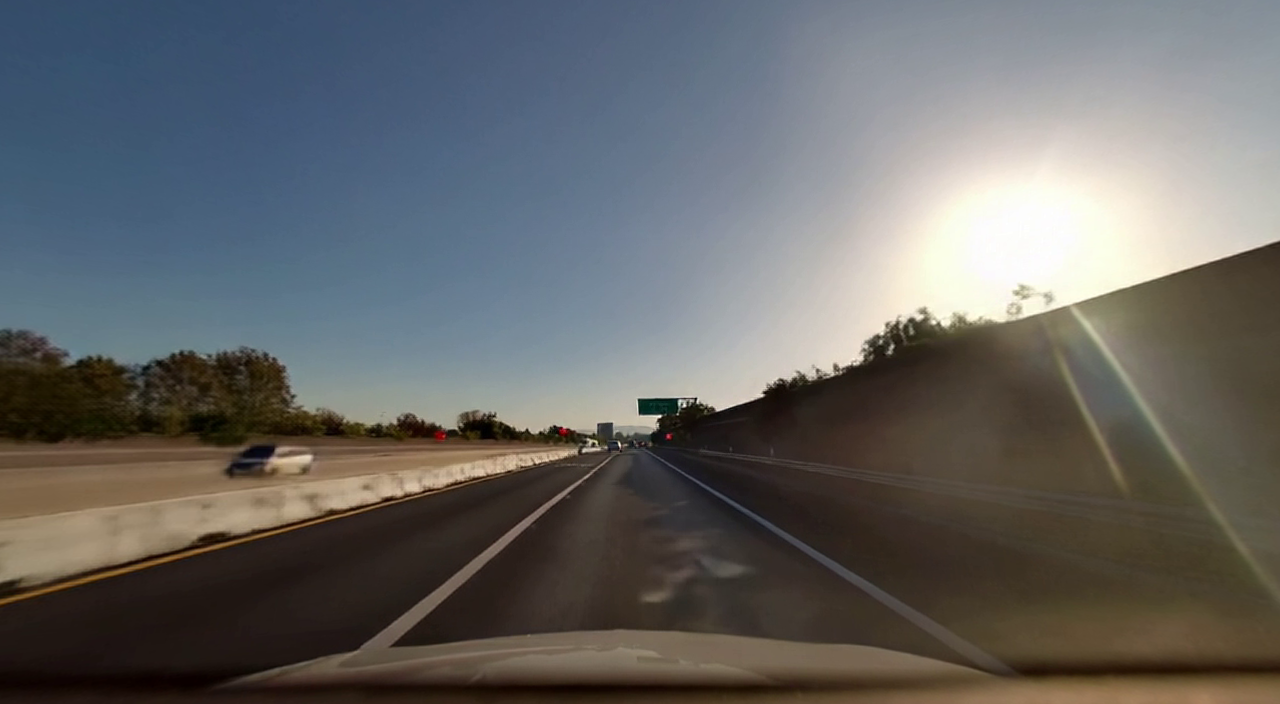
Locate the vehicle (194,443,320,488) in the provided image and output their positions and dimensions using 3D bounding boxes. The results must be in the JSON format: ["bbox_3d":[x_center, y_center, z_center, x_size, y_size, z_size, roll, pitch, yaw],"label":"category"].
[{"bbox_3d":[-16.122,4.744,26.907,2.164,1.690,5.078,-1,-8,0],"label":"vehicle"}]
